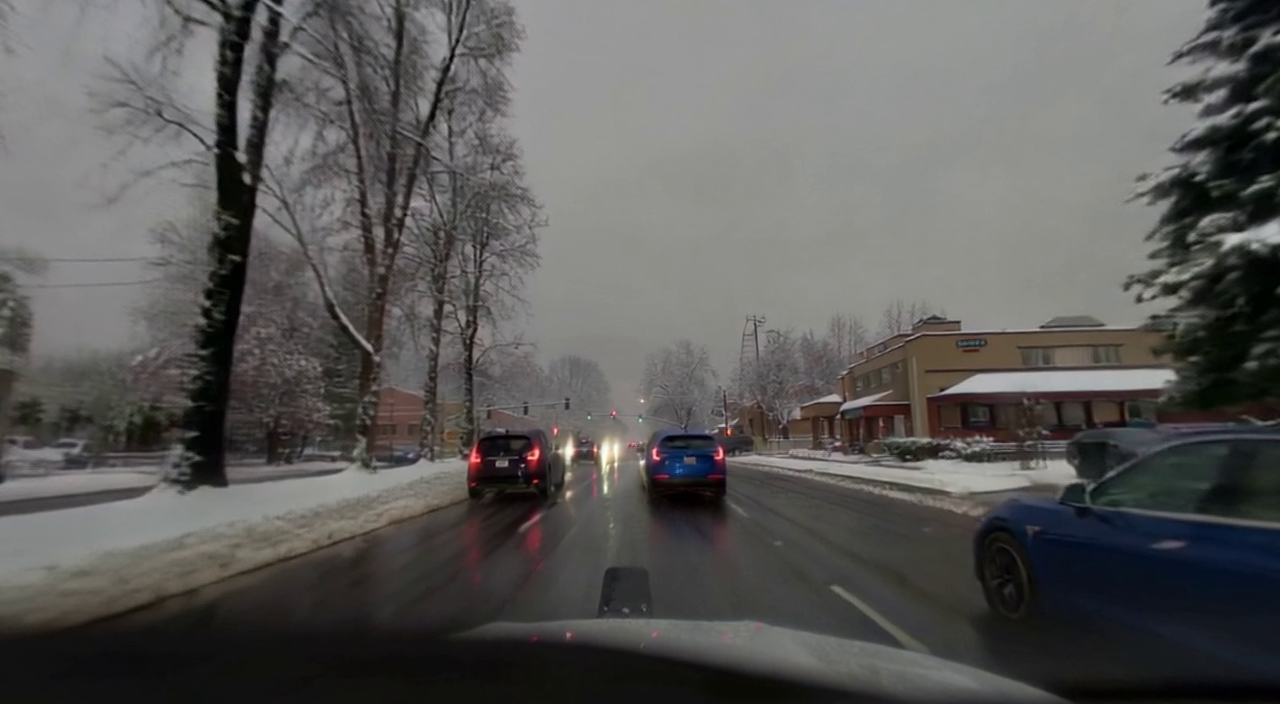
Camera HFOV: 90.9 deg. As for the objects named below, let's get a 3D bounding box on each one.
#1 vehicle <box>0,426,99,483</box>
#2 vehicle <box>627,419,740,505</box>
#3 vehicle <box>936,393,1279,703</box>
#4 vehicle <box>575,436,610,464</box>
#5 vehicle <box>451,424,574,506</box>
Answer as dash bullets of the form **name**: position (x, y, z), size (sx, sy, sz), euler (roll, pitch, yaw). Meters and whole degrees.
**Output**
- **vehicle**: position (-40.220, 6.530, 40.158), size (7.956, 3.489, 2.844), euler (3, -9, -22)
- **vehicle**: position (0.858, 2.598, 15.247), size (2.280, 1.747, 4.361), euler (0, -8, -2)
- **vehicle**: position (3.576, 0.998, 3.080), size (2.017, 1.491, 4.611), euler (0, -8, 0)
- **vehicle**: position (-3.136, 6.643, 42.787), size (2.014, 1.755, 4.360), euler (0, -8, 0)
- **vehicle**: position (-2.900, 2.696, 15.512), size (2.043, 1.687, 4.676), euler (0, -8, 0)
